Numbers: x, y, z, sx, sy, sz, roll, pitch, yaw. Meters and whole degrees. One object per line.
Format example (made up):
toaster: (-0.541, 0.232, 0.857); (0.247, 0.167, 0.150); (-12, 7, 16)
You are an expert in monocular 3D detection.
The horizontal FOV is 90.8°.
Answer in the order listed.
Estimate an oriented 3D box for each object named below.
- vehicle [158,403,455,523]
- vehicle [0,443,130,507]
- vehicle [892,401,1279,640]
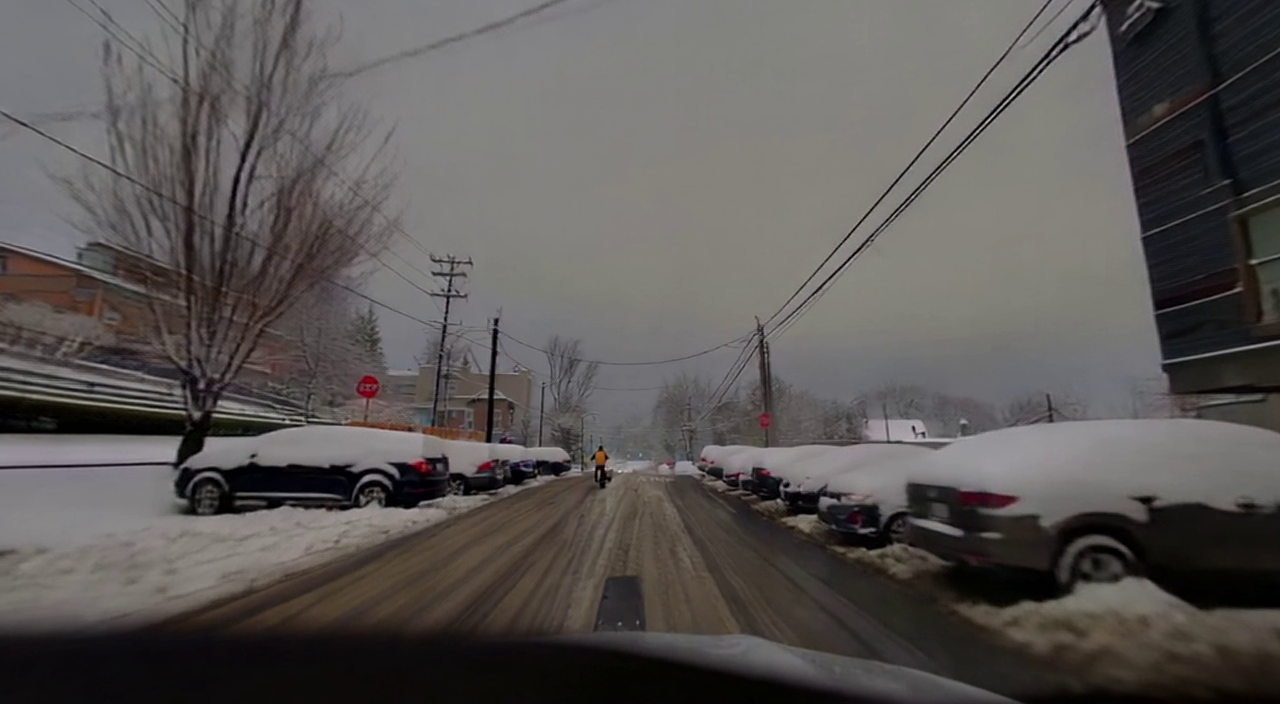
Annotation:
vehicle: (-6.485, 2.245, 12.778); (4.727, 1.976, 1.970); (3, -11, 2)
vehicle: (-15.784, 3.042, 15.912); (1.840, 1.477, 4.693); (0, -9, 2)
vehicle: (4.930, 1.400, 5.753); (4.402, 1.770, 1.933); (0, -9, 2)
